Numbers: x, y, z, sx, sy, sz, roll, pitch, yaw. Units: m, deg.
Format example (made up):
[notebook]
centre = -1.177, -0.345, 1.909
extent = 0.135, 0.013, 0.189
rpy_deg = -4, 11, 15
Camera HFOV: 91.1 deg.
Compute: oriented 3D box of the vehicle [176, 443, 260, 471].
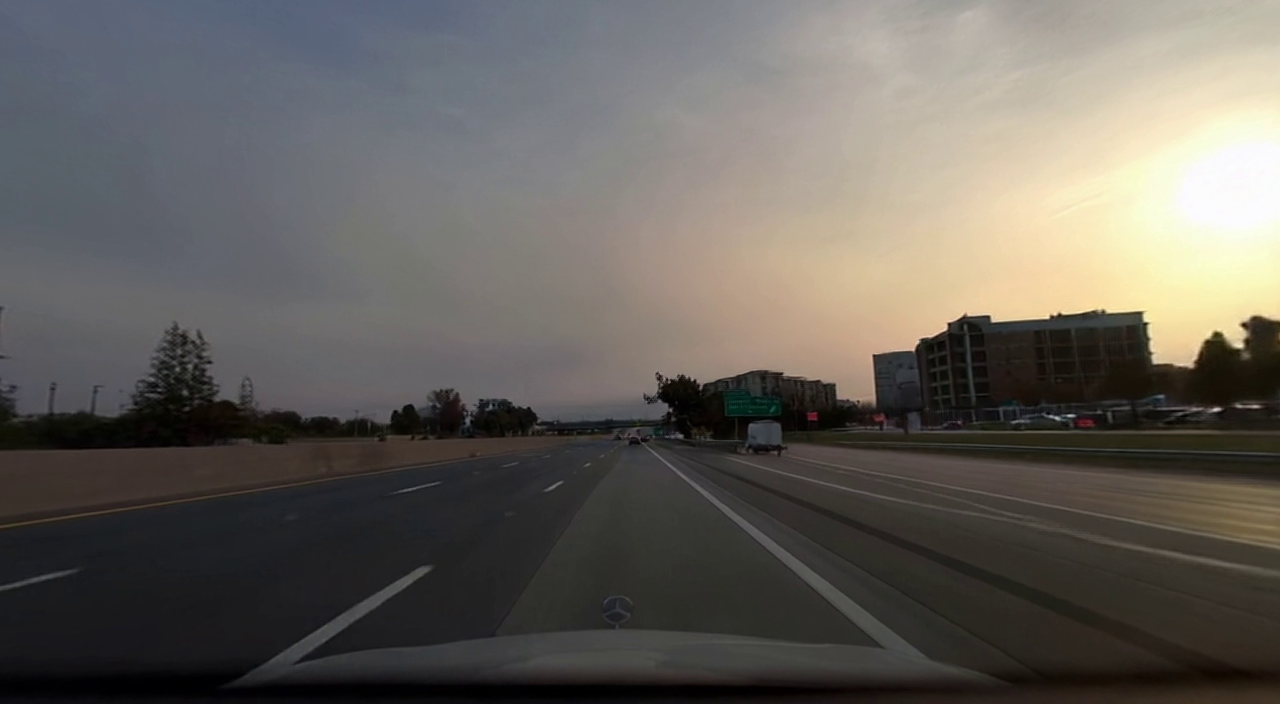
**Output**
[vehicle]
centre = -24.631, 6.116, 36.922
extent = 1.868, 1.503, 4.441
rpy_deg = 0, -8, 0
